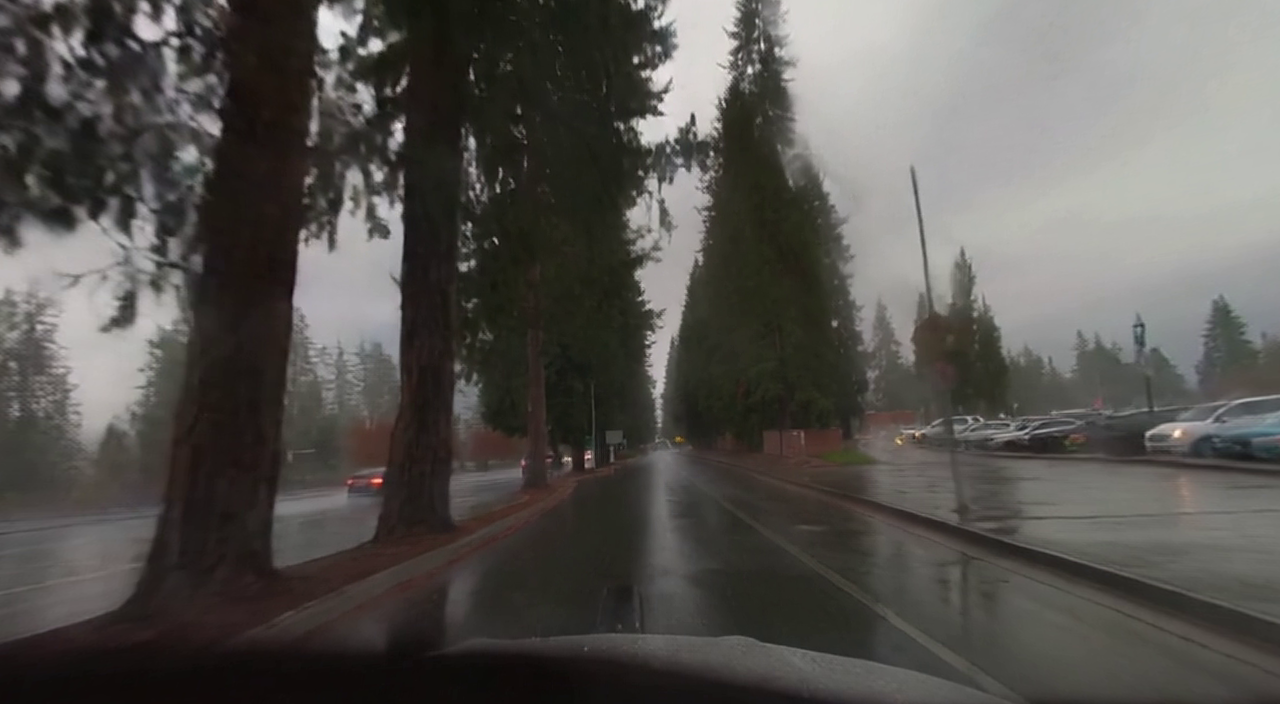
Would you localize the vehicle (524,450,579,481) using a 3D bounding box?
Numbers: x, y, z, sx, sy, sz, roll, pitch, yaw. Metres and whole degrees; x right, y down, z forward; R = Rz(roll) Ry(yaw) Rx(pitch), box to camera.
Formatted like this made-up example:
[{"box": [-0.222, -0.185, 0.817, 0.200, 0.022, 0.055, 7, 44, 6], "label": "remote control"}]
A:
[{"box": [-5.252, 6.805, 38.277, 2.049, 1.699, 4.860, -1, -8, 8], "label": "vehicle"}]

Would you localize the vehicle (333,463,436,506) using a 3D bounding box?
[{"box": [-10.948, 5.680, 27.562, 1.886, 1.535, 4.742, -1, -8, 10], "label": "vehicle"}]
